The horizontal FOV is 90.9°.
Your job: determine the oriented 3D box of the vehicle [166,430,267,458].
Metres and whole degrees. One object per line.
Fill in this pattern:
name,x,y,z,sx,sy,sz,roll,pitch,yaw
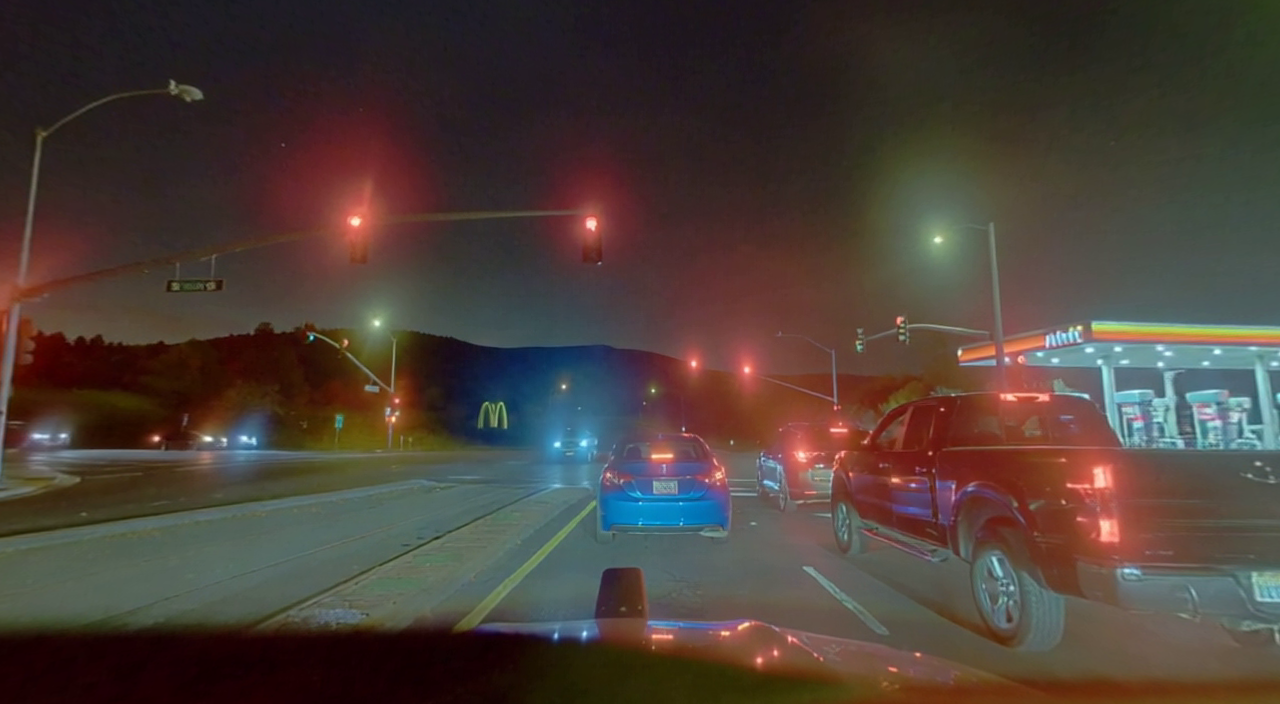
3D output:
vehicle,-23.096,5.034,34.483,4.326,1.420,1.798,-1,-8,4

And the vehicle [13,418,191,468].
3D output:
vehicle,-19.671,3.361,23.204,4.742,1.720,2.107,-1,-8,5

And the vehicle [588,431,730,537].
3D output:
vehicle,0.276,2.184,11.025,2.027,1.494,3.824,0,-8,0

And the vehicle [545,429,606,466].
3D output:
vehicle,-3.659,5.614,37.138,2.615,2.031,5.638,-1,-8,4

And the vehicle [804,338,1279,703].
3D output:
vehicle,3.537,1.302,6.082,2.277,1.871,6.143,0,-8,0
